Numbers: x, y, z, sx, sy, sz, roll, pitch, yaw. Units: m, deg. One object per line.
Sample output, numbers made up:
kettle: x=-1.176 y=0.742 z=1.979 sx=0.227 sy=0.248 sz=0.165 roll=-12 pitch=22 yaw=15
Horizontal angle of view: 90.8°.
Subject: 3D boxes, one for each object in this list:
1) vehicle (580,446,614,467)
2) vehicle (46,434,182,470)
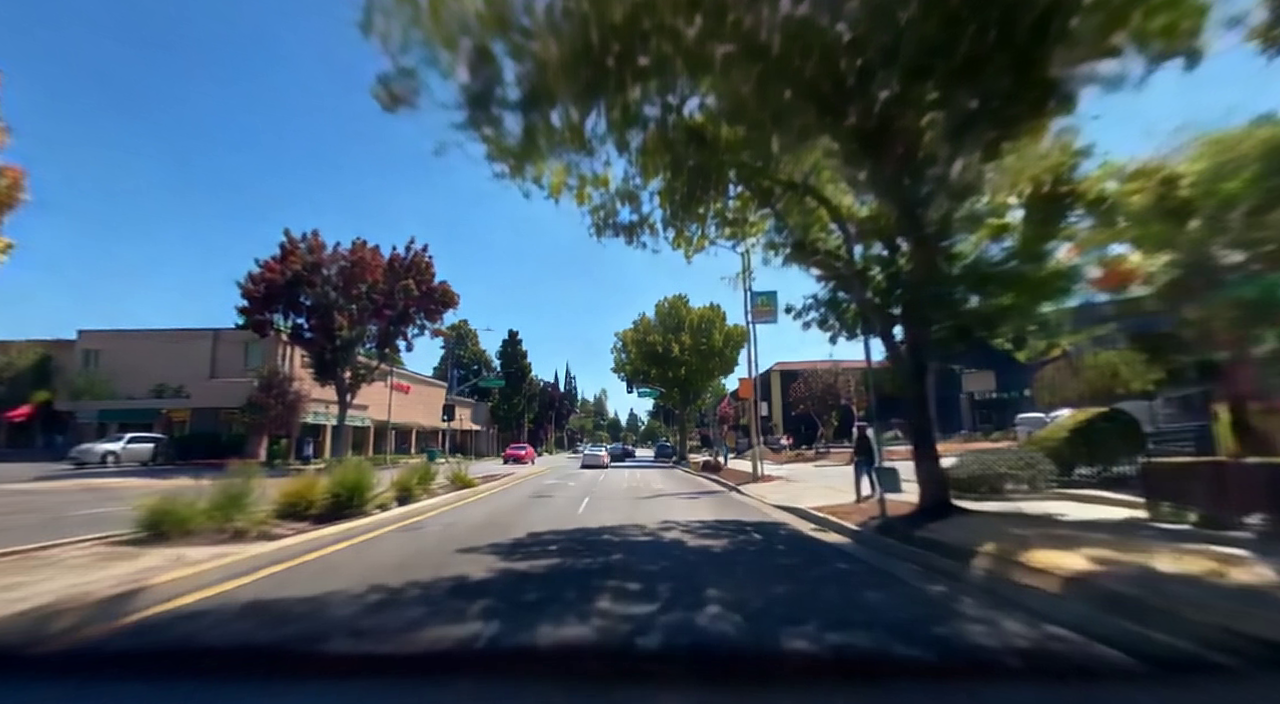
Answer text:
vehicle: x=-3.044 y=7.549 z=45.954 sx=2.122 sy=1.469 sz=4.388 roll=0 pitch=-8 yaw=1
vehicle: x=-23.954 y=4.603 z=29.061 sx=1.926 sy=1.425 sz=4.750 roll=-2 pitch=-9 yaw=4
